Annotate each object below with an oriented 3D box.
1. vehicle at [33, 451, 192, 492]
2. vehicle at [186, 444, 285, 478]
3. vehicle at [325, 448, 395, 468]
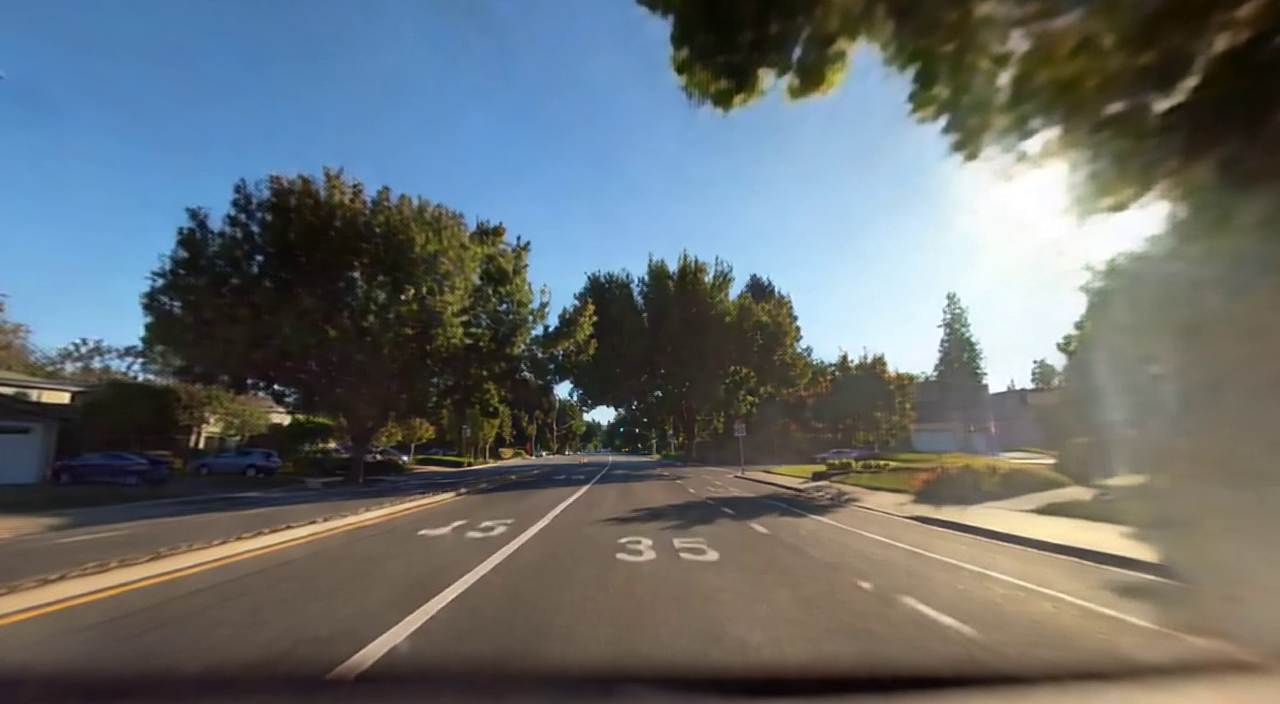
[{"bbox_3d":[-20.442,4.616,24.592,4.536,1.502,1.975,-1,-9,5],"label":"vehicle"},{"bbox_3d":[-21.374,5.794,33.503,3.886,1.641,1.850,1,-11,0],"label":"vehicle"},{"bbox_3d":[-21.668,8.245,49.016,4.495,1.472,1.833,0,-9,-1],"label":"vehicle"}]
